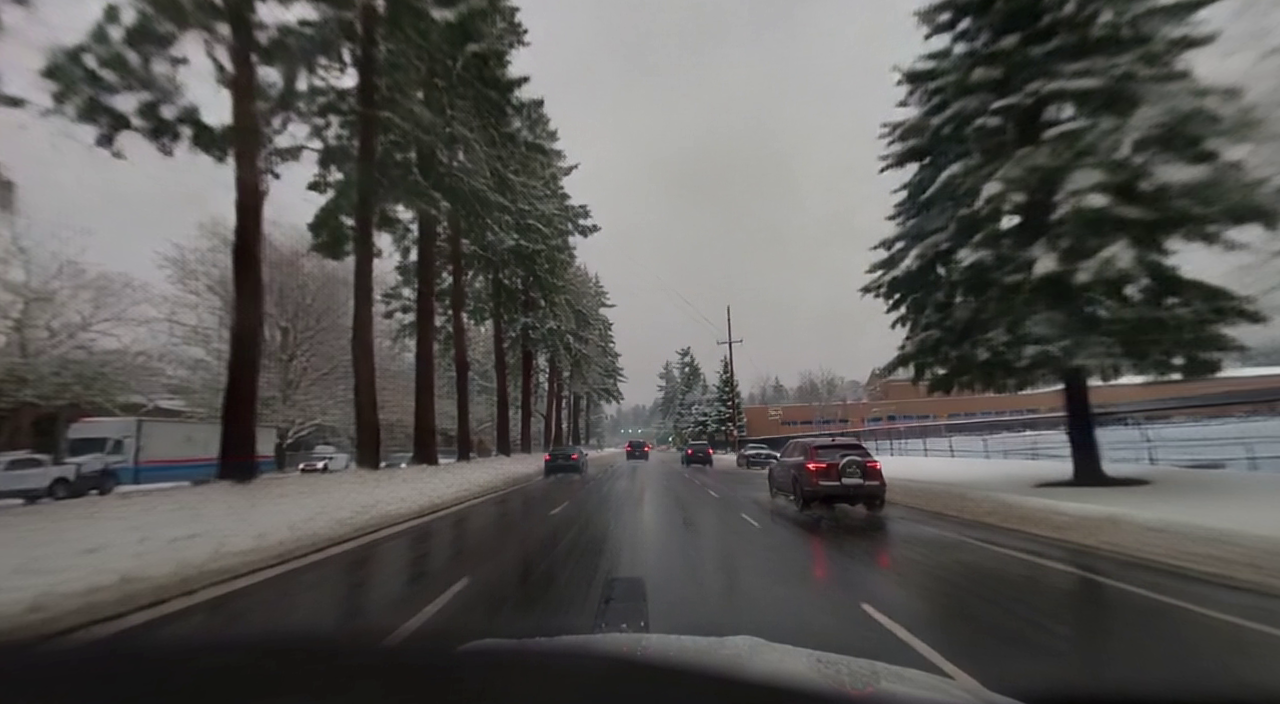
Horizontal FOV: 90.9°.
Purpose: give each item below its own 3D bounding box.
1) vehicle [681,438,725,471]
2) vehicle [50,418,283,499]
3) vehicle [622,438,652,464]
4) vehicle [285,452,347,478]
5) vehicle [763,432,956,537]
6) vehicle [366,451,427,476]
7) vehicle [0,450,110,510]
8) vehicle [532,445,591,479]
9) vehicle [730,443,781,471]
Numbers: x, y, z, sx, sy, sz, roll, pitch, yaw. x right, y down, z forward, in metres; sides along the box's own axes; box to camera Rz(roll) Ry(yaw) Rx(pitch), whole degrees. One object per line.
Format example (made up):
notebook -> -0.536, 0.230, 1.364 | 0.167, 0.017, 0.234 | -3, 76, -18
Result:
vehicle -> 3.449, 5.720, 35.298 | 1.980, 1.709, 4.367 | 0, -8, -1
vehicle -> -22.487, 5.164, 31.370 | 2.816, 3.267, 11.356 | 0, -8, 0
vehicle -> -0.277, 7.816, 49.836 | 2.247, 1.882, 4.603 | 0, -8, -1
vehicle -> -22.718, 7.932, 44.433 | 1.976, 1.697, 4.738 | 0, -8, -2
vehicle -> 3.613, 2.239, 11.327 | 1.919, 1.502, 4.232 | 0, -8, 0
vehicle -> -15.679, 7.167, 40.891 | 2.046, 1.482, 4.697 | 0, -8, 0
vehicle -> -22.382, 4.554, 22.525 | 2.159, 1.908, 5.564 | -2, -8, -1
vehicle -> -3.258, 4.645, 26.922 | 2.013, 1.354, 3.908 | 0, -8, 0
vehicle -> 6.818, 6.227, 37.661 | 2.040, 1.509, 4.618 | 0, -8, -2
